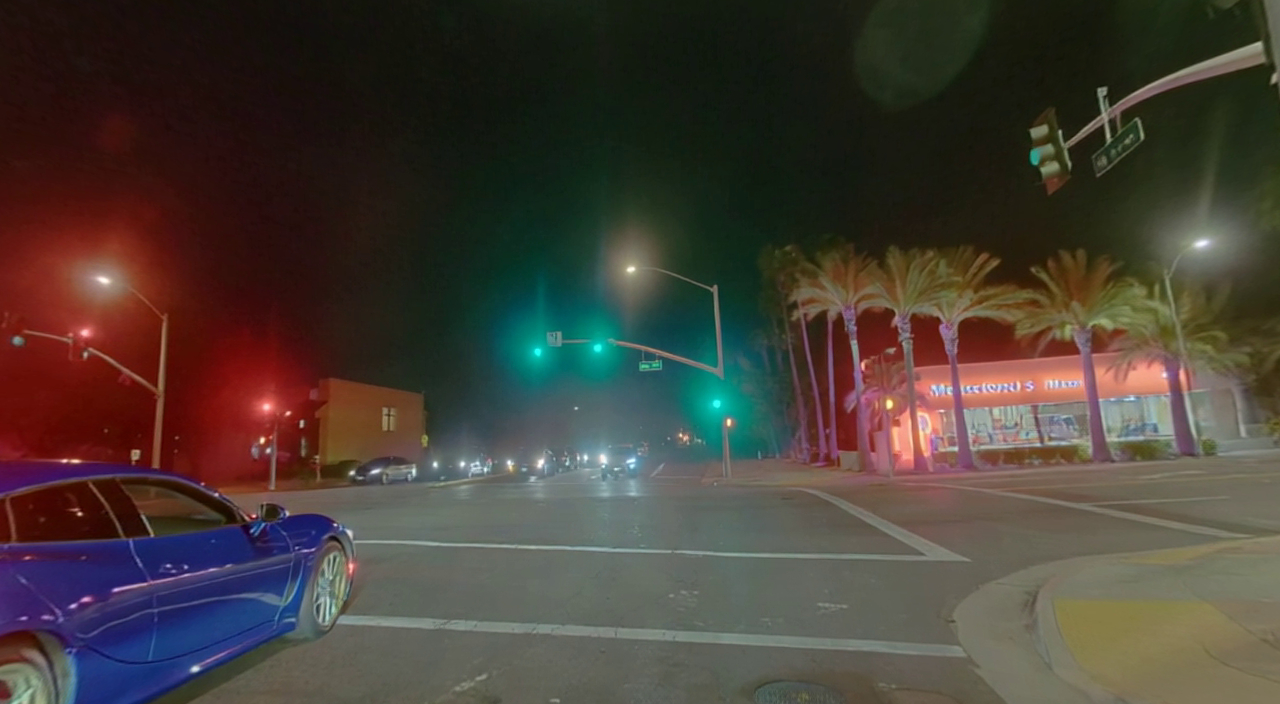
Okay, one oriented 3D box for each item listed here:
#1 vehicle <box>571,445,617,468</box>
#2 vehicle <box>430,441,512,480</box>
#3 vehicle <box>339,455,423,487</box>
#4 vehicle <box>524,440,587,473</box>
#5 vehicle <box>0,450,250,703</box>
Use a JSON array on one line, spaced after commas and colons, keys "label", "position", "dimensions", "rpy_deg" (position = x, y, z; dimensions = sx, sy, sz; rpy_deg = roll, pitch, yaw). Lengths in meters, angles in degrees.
[{"label": "vehicle", "position": [-3.137, 7.234, 43.973], "dimensions": [1.839, 1.468, 4.549], "rpy_deg": [-2, -9, 14]}, {"label": "vehicle", "position": [-8.788, 5.683, 33.392], "dimensions": [2.152, 1.825, 5.406], "rpy_deg": [-1, -9, 8]}, {"label": "vehicle", "position": [-12.843, 5.912, 31.645], "dimensions": [1.880, 1.440, 4.418], "rpy_deg": [-1, -9, 7]}, {"label": "vehicle", "position": [-4.690, 5.942, 36.012], "dimensions": [2.092, 1.709, 4.775], "rpy_deg": [-2, -9, 11]}, {"label": "vehicle", "position": [-3.688, 1.025, 2.261], "dimensions": [1.850, 1.325, 4.295], "rpy_deg": [0, -9, 0]}]
